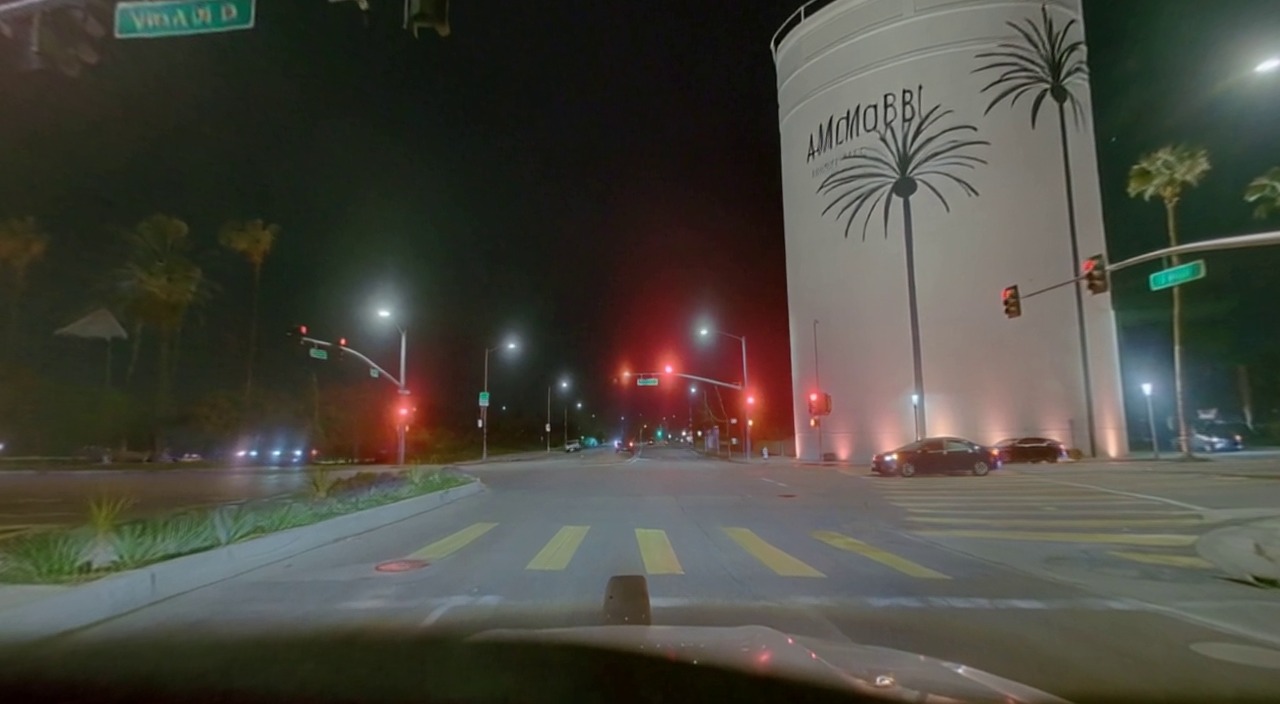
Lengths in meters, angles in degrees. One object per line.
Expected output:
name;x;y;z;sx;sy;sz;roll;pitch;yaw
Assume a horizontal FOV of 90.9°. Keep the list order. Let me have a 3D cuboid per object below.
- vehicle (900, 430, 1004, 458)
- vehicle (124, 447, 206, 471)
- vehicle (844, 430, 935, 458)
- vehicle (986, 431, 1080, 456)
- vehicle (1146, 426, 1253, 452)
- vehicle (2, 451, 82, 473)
vehicle;16.938;5.017;34.375;4.684;1.461;1.777;0;-8;-1
vehicle;-33.061;7.441;43.928;4.136;1.661;1.857;0;-8;0
vehicle;15.024;5.569;38.090;4.648;1.665;1.910;0;-8;0
vehicle;23.540;5.492;37.847;4.423;1.465;1.798;0;-8;1
vehicle;33.210;5.195;37.492;4.567;1.458;1.791;0;-8;0
vehicle;-41.649;7.658;43.945;3.698;1.467;1.779;0;-8;1
